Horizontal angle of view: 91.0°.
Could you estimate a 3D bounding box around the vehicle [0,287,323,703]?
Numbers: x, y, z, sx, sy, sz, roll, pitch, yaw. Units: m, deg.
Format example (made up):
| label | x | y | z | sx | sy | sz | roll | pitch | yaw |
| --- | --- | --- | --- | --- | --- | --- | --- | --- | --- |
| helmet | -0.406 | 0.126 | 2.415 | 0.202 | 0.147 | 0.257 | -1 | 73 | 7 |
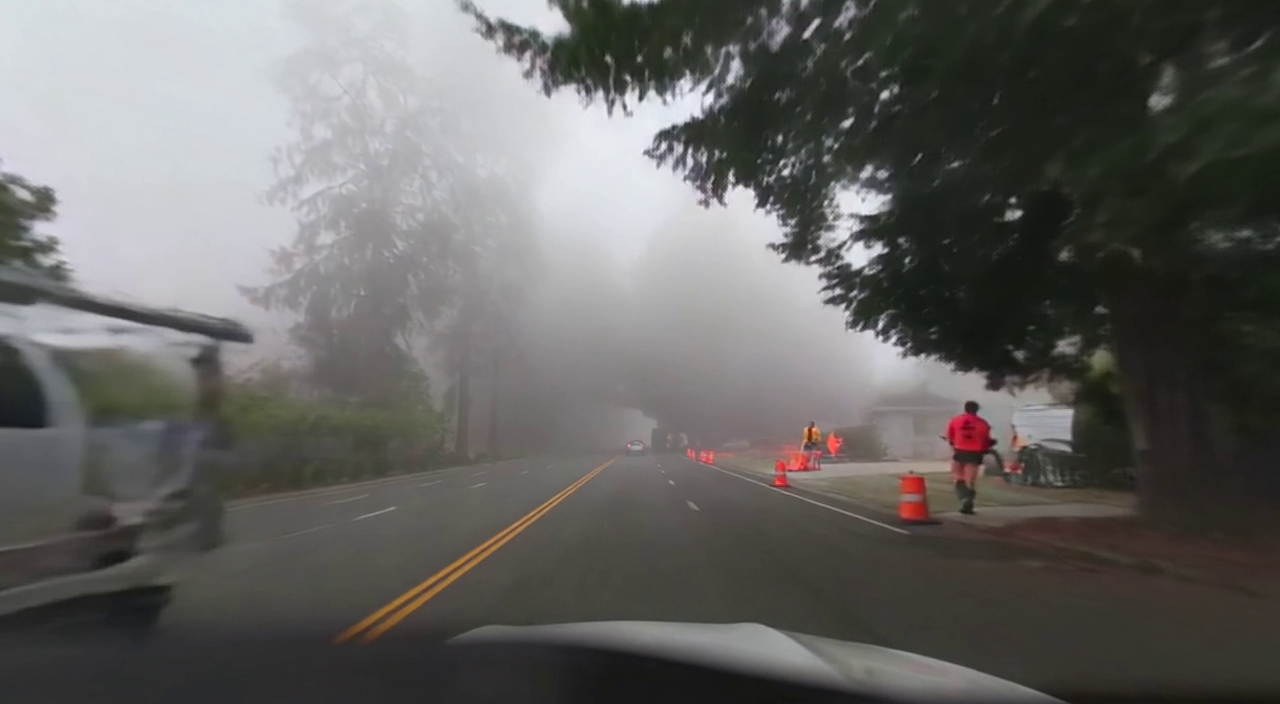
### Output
| label | x | y | z | sx | sy | sz | roll | pitch | yaw |
| --- | --- | --- | --- | --- | --- | --- | --- | --- | --- |
| vehicle | -3.521 | 0.605 | 0.986 | 2.742 | 1.962 | 6.409 | 0 | -8 | 0 |
